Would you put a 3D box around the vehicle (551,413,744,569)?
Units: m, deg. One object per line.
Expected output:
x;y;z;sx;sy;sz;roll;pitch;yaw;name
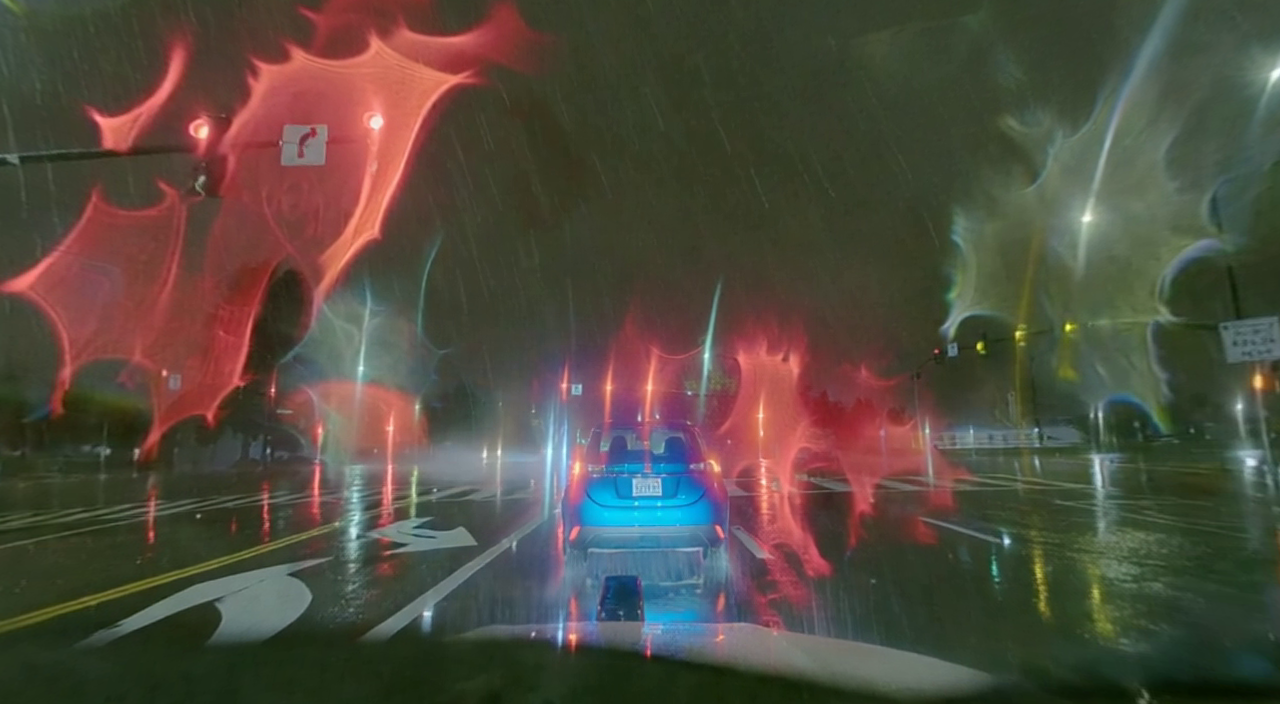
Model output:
0.038;1.758;8.712;2.027;1.626;3.942;0;-8;-1;vehicle
